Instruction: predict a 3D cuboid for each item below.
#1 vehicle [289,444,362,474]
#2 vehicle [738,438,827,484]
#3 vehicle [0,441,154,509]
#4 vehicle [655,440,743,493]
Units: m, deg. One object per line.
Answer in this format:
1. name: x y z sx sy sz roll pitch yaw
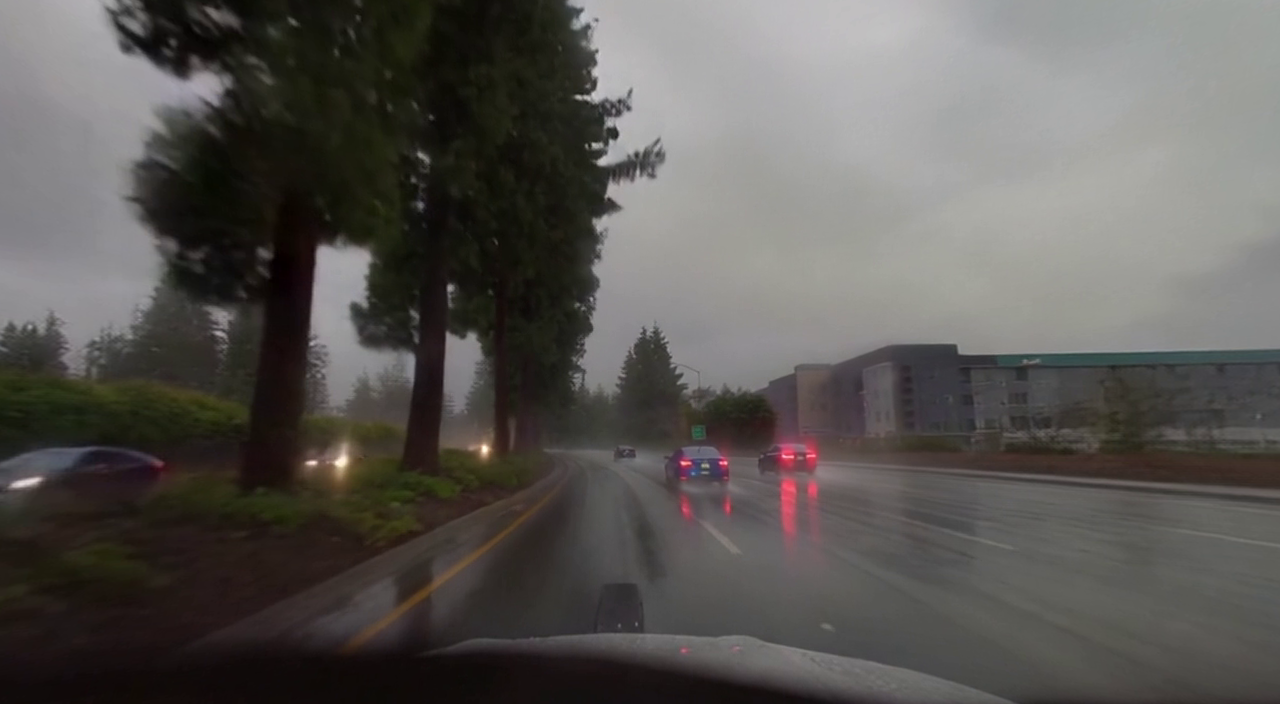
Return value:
1. vehicle: -16.608 5.643 33.513 1.891 1.475 4.659 0 -8 -5
2. vehicle: 5.037 3.921 22.958 1.901 1.474 4.363 0 -8 -5
3. vehicle: -15.107 3.019 16.018 1.926 1.483 4.651 0 -8 -3
4. vehicle: 1.726 3.572 20.082 2.077 1.464 4.134 0 -8 -5
